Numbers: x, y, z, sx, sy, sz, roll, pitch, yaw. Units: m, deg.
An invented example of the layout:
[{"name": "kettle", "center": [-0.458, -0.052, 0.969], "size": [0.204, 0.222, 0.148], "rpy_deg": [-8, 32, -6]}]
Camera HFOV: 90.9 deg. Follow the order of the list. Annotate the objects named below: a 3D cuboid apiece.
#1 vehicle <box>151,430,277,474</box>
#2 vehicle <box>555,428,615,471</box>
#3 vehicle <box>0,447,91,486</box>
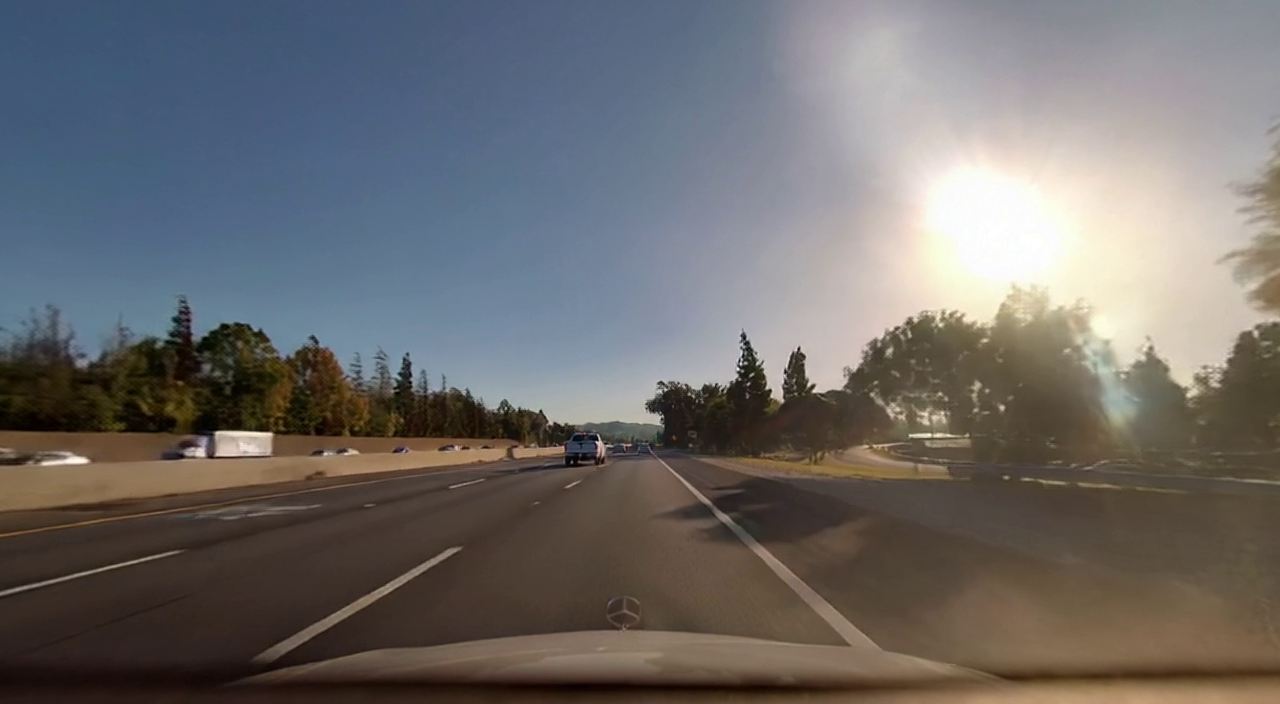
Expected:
[{"name": "vehicle", "center": [-32.889, 7.799, 49.390], "size": [2.834, 3.063, 9.925], "rpy_deg": [0, -8, 1]}, {"name": "vehicle", "center": [-2.920, 5.426, 35.218], "size": [2.604, 2.170, 6.271], "rpy_deg": [0, -8, 1]}, {"name": "vehicle", "center": [-25.709, 4.700, 26.045], "size": [1.916, 1.489, 4.504], "rpy_deg": [0, -8, 1]}]
